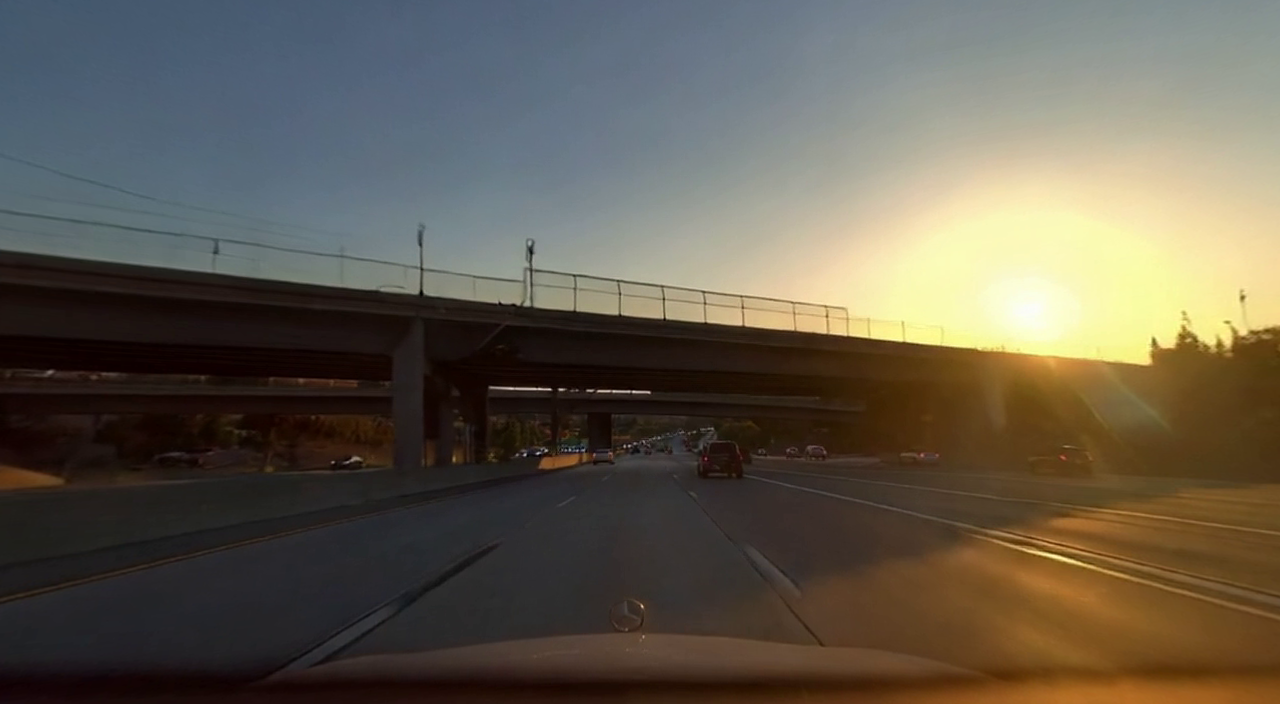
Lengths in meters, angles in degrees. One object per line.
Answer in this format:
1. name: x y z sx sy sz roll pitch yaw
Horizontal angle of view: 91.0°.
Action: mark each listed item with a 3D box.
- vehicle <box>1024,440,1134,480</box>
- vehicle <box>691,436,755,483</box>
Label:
1. vehicle: 21.082 5.195 30.526 2.116 1.754 4.727 0 -9 3
2. vehicle: 3.401 4.524 26.812 2.147 1.794 4.538 0 -9 0
